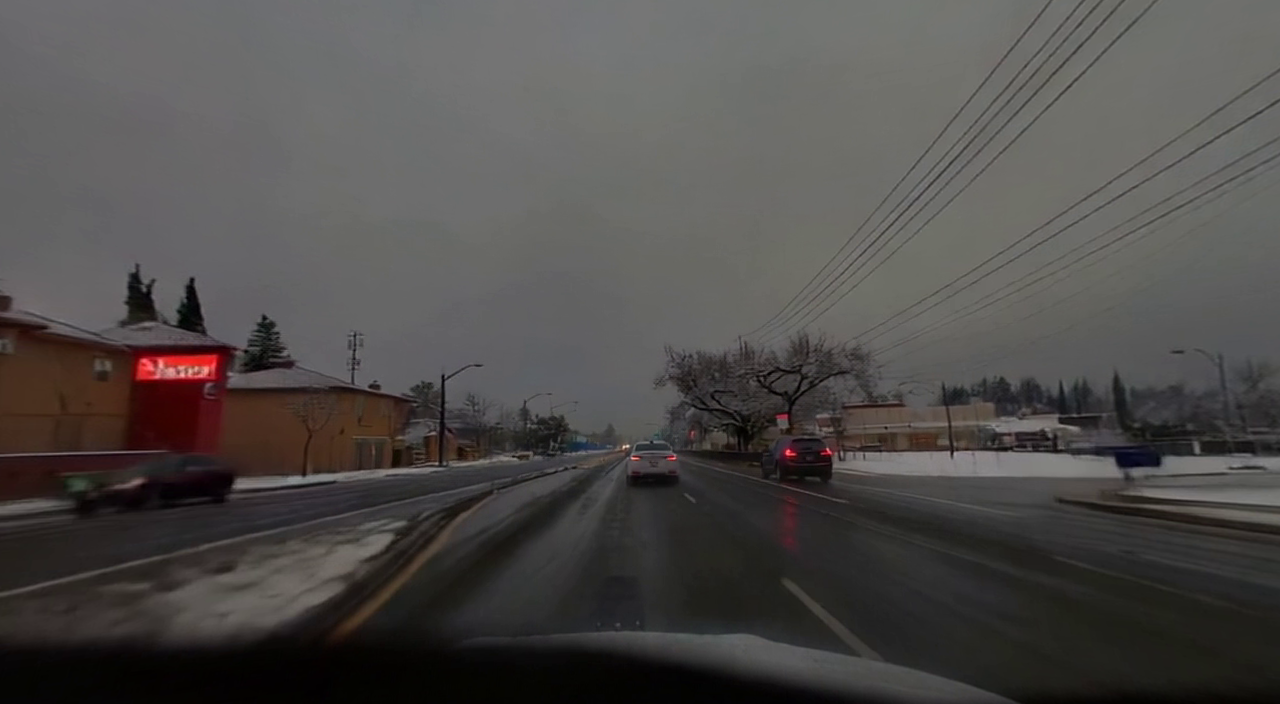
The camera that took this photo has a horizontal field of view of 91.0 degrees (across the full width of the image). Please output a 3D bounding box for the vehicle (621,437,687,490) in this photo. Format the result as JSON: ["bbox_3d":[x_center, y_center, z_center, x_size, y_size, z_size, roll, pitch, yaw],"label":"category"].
[{"bbox_3d":[0.454,3.936,22.477,2.138,1.702,4.168,0,-9,0],"label":"vehicle"}]

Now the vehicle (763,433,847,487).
[{"bbox_3d":[6.305,4.173,24.591,2.061,1.889,4.268,0,-9,0],"label":"vehicle"}]

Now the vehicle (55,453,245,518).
[{"bbox_3d":[-14.252,3.858,18.728,2.011,1.670,4.360,-1,-9,2],"label":"vehicle"}]
